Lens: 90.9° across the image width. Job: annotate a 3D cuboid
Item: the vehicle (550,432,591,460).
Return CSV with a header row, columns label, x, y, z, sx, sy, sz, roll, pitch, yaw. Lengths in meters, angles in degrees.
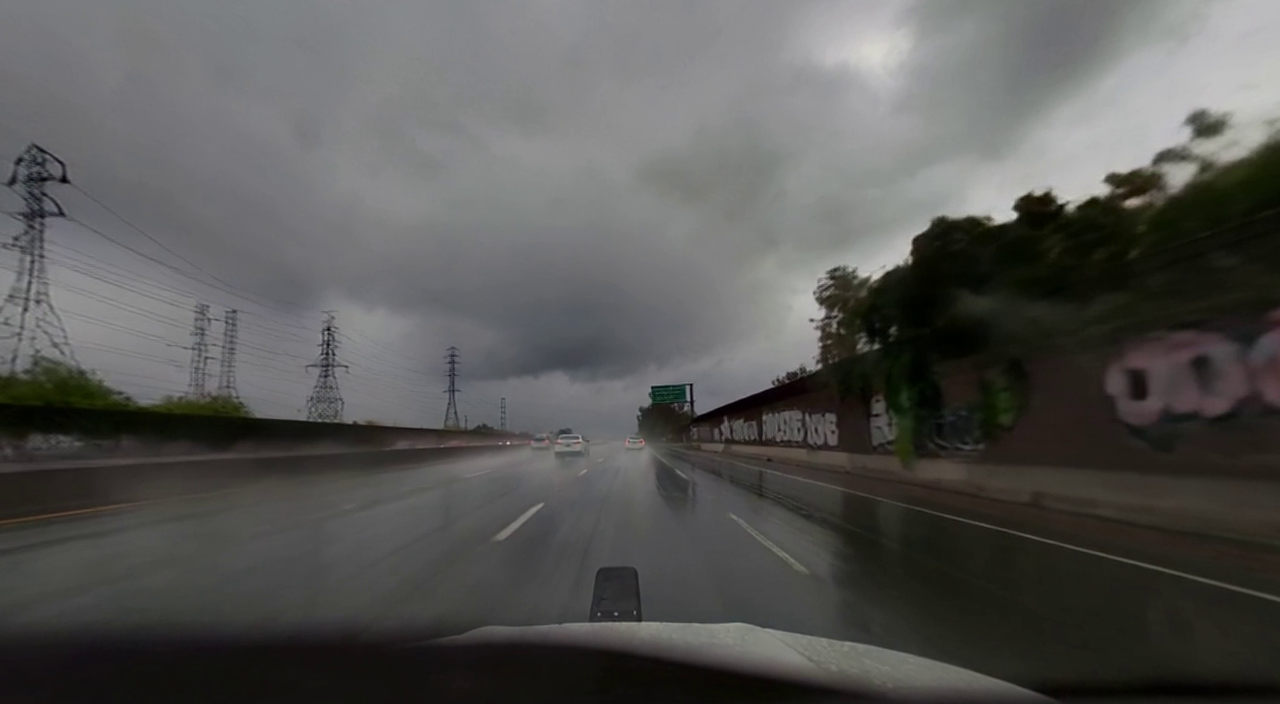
label,x,y,z,sx,sy,sz,roll,pitch,yaw
vehicle,-4.325,5.872,39.700,2.118,1.640,4.031,0,-8,-1
